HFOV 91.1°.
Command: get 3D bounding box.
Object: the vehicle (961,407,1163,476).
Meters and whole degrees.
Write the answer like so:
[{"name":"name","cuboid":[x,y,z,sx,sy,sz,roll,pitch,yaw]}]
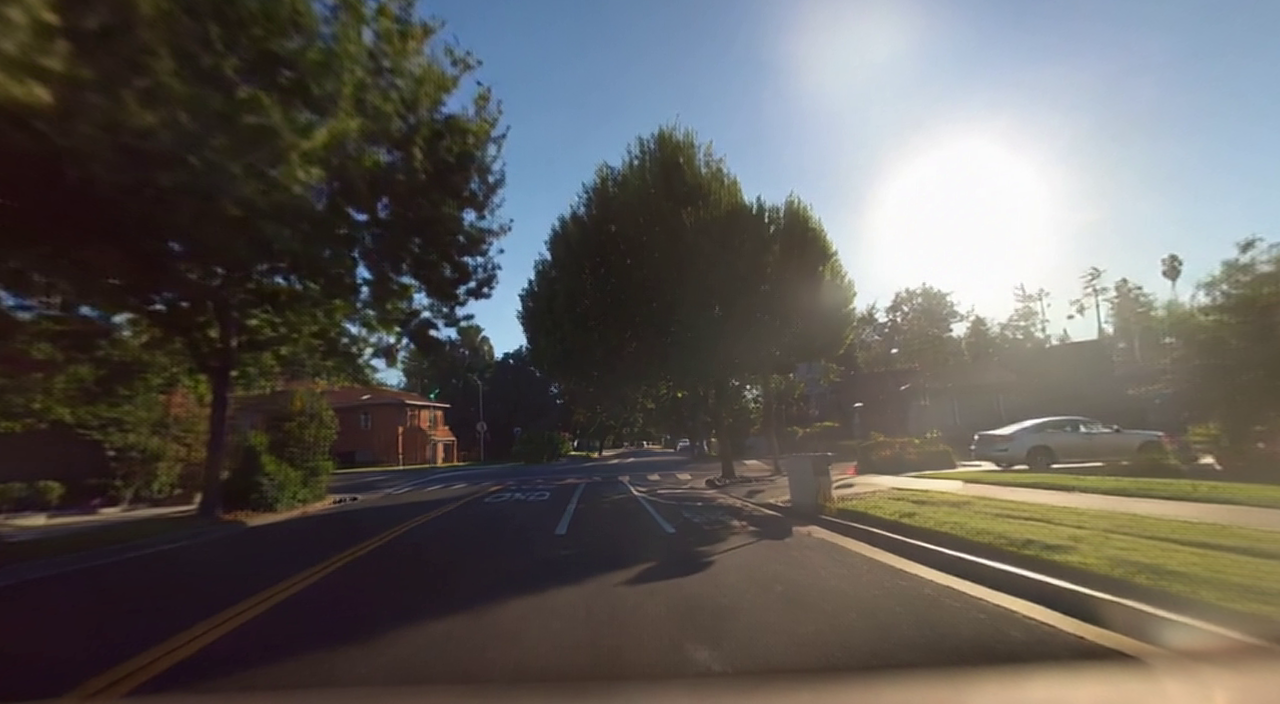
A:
[{"name":"vehicle","cuboid":[12.598,2.731,19.007,4.562,1.850,2.130,1,-9,-2]}]
